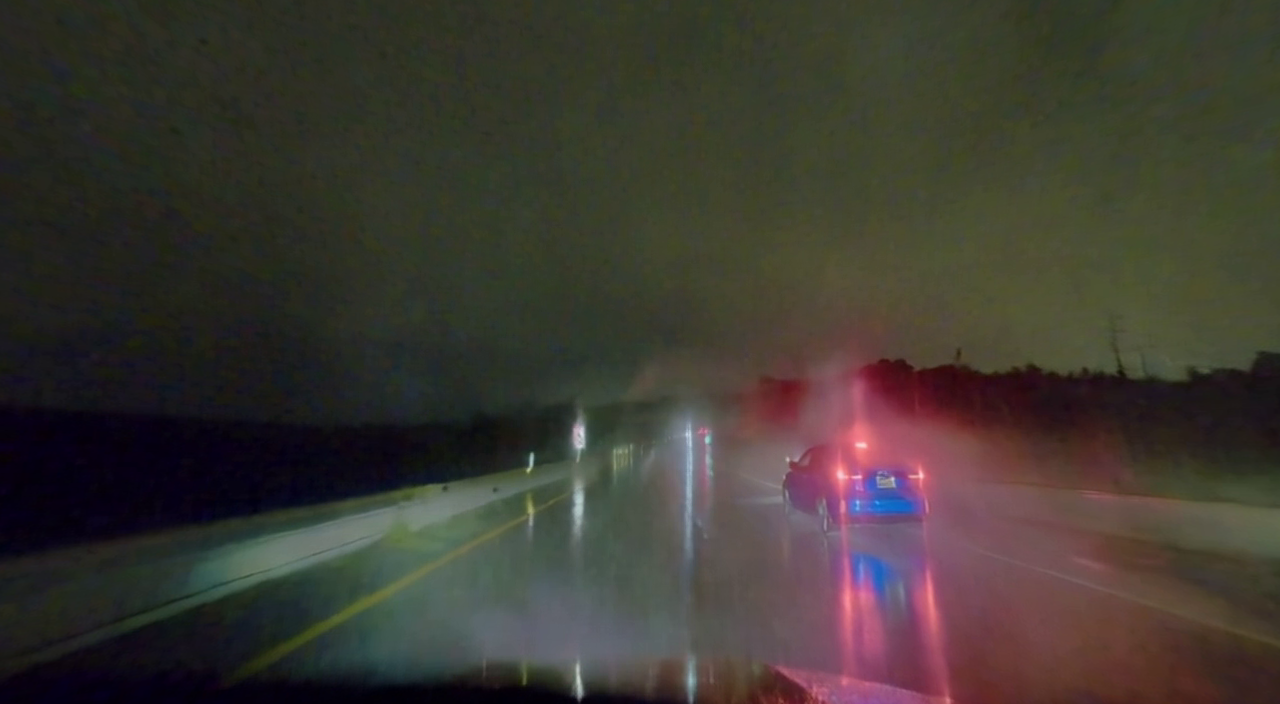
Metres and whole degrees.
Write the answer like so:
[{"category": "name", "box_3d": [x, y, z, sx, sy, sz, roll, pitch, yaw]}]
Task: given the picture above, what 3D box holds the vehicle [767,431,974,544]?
[{"category": "vehicle", "box_3d": [3.563, 2.158, 10.697, 1.997, 1.515, 4.025, -1, -8, 1]}]
